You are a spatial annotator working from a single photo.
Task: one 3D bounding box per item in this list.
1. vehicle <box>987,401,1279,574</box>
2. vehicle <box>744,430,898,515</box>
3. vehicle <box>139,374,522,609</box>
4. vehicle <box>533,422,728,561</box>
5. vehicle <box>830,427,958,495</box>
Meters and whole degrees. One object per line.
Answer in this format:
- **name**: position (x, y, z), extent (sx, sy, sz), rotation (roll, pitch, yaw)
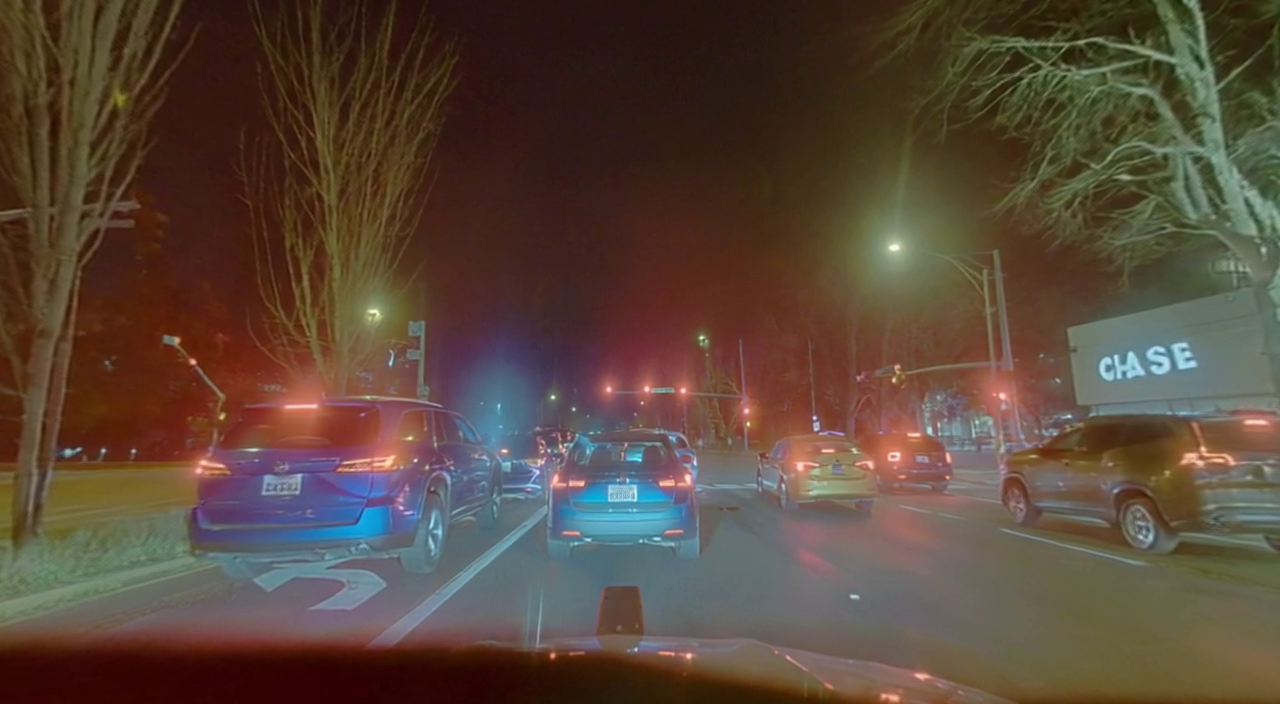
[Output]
- **vehicle**: position (7.239, 1.715, 8.800), extent (2.068, 1.731, 4.752), rotation (0, -8, 0)
- **vehicle**: position (3.576, 2.464, 13.455), extent (1.861, 1.473, 4.393), rotation (0, -8, -2)
- **vehicle**: position (-2.851, 1.430, 7.370), extent (2.064, 1.825, 4.760), rotation (0, -8, 0)
- **vehicle**: position (-0.144, 1.801, 8.874), extent (2.097, 1.480, 4.006), rotation (0, -8, -1)
- **vehicle**: position (7.049, 3.069, 18.075), extent (1.894, 1.693, 4.110), rotation (0, -8, -1)
